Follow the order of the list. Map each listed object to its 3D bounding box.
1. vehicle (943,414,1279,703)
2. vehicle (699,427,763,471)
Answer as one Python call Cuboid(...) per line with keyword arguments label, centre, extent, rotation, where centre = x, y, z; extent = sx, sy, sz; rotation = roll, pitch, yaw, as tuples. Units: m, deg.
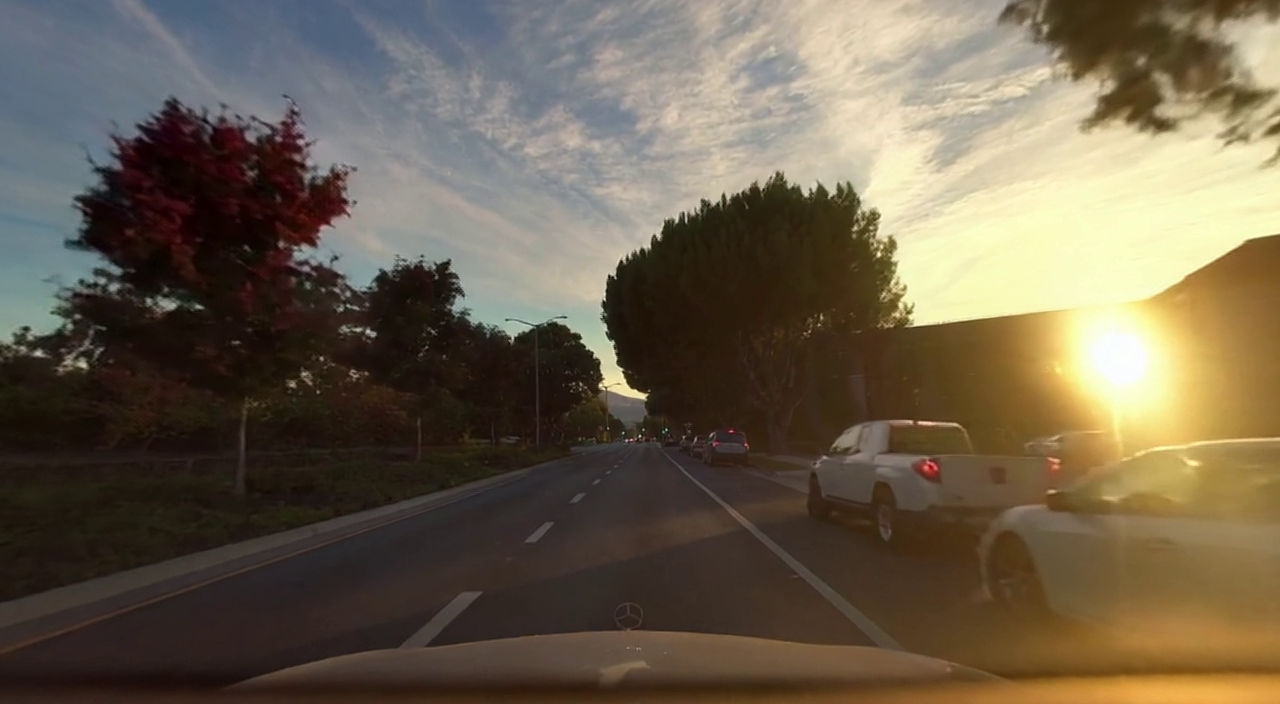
Cuboid(label="vehicle", centre=(3.607, 1.035, 2.886), extent=(2.068, 1.461, 4.653), rotation=(0, -8, -1))
Cuboid(label="vehicle", centre=(4.160, 4.538, 29.681), extent=(2.226, 1.889, 4.543), rotation=(0, -8, -1))
